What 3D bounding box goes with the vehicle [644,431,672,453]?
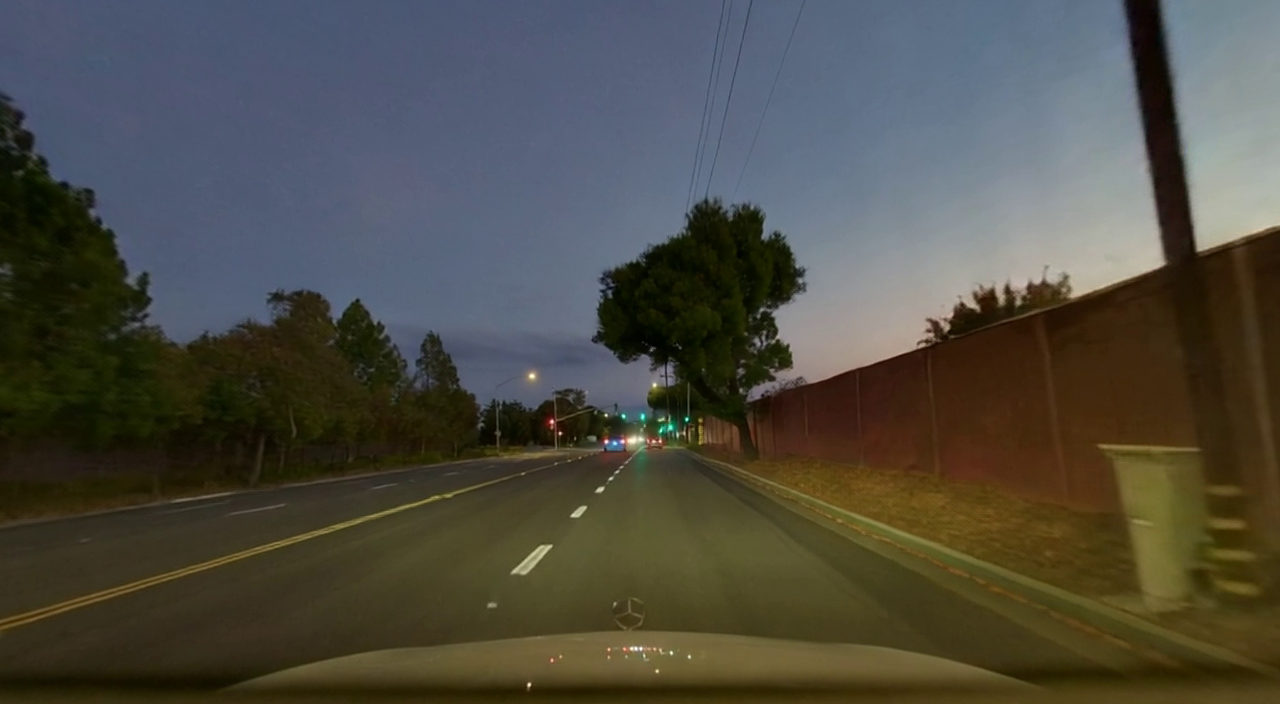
[{"bbox_3d":[1.374,7.115,49.802,2.127,1.665,3.993,0,-8,0],"label":"vehicle"}]
